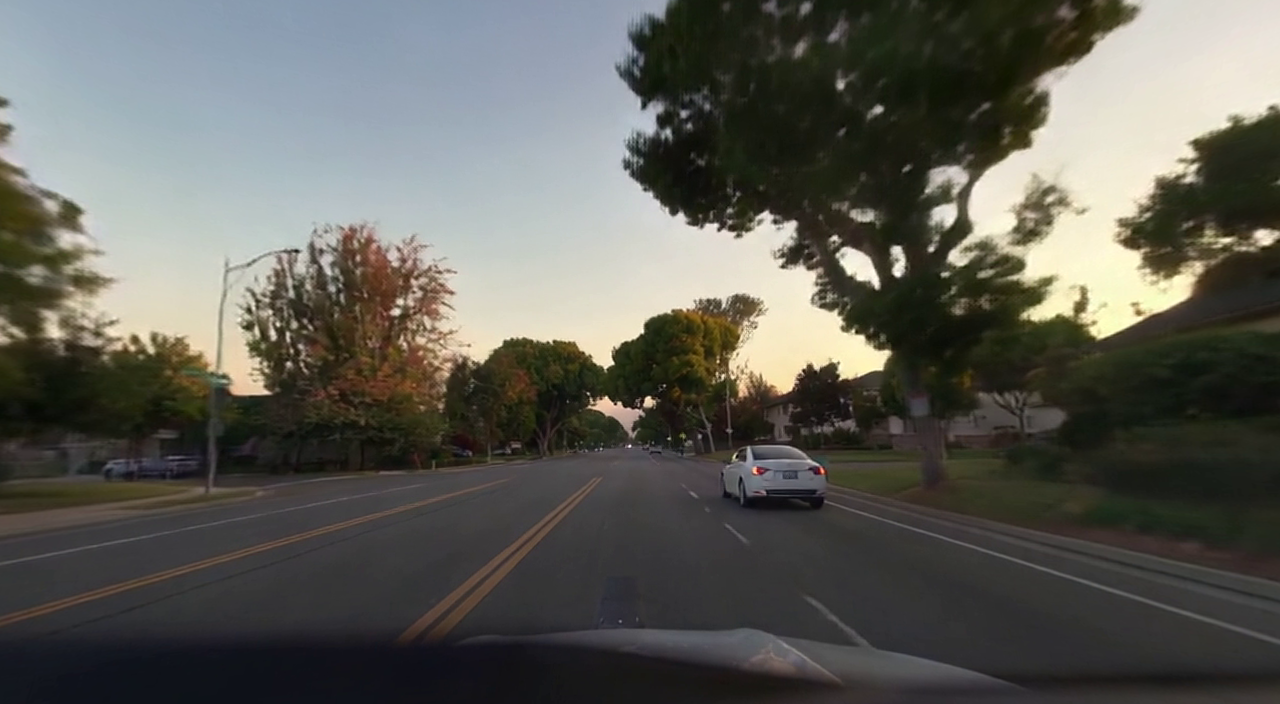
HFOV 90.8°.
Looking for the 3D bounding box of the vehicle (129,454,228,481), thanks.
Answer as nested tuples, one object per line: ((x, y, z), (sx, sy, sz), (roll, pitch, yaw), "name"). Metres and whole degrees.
((-29.408, 7.367, 40.327), (4.917, 1.598, 1.937), (-1, -9, 4), "vehicle")

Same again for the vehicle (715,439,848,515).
((3.093, 2.828, 14.826), (2.057, 1.493, 4.225), (0, -9, -1), "vehicle")

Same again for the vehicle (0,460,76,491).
((-31.710, 6.193, 31.860), (4.684, 1.435, 1.893), (0, -8, 2), "vehicle")

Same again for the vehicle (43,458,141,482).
((-35.225, 7.573, 40.670), (4.534, 1.455, 1.858), (0, -9, 1), "vehicle")
